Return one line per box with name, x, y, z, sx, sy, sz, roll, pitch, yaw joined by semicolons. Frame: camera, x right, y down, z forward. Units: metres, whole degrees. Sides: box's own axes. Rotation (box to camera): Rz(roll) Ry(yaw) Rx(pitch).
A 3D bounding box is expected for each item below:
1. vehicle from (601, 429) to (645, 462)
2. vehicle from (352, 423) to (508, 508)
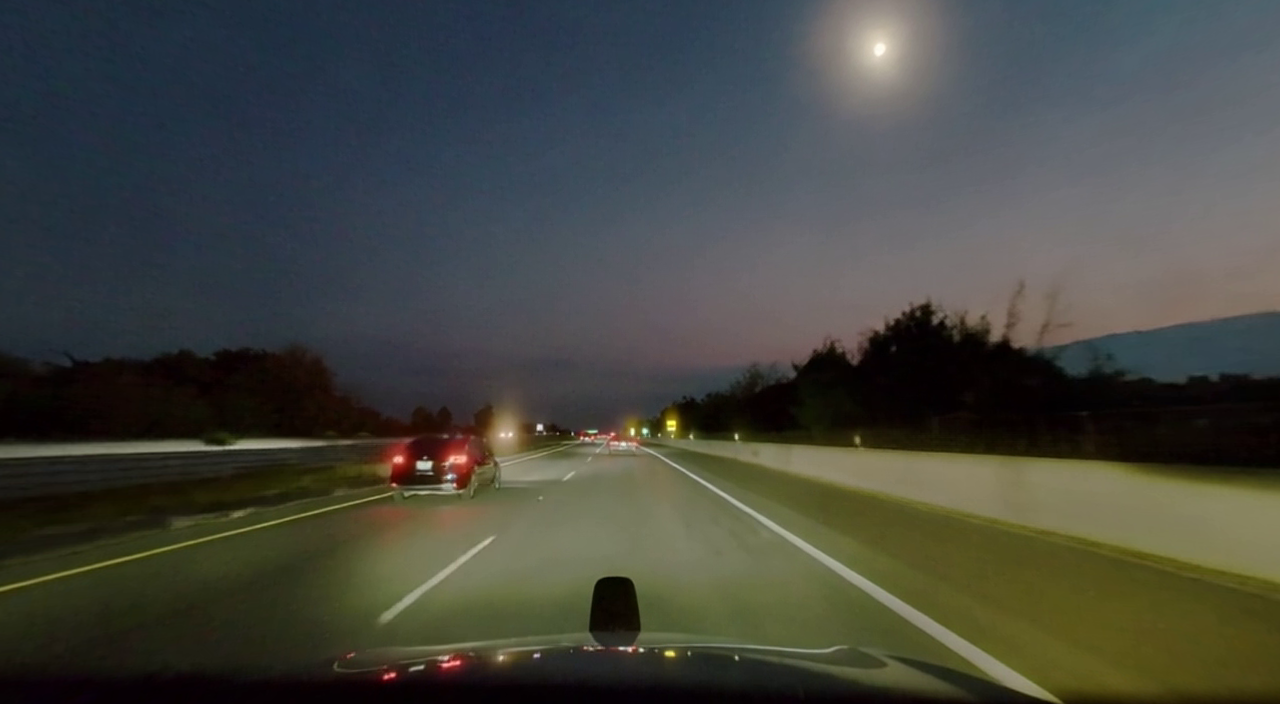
vehicle;-0.893;4.950;33.527;2.162;1.616;4.242;0;-8;-1
vehicle;-4.233;2.342;13.537;1.975;1.518;4.242;0;-8;-1
